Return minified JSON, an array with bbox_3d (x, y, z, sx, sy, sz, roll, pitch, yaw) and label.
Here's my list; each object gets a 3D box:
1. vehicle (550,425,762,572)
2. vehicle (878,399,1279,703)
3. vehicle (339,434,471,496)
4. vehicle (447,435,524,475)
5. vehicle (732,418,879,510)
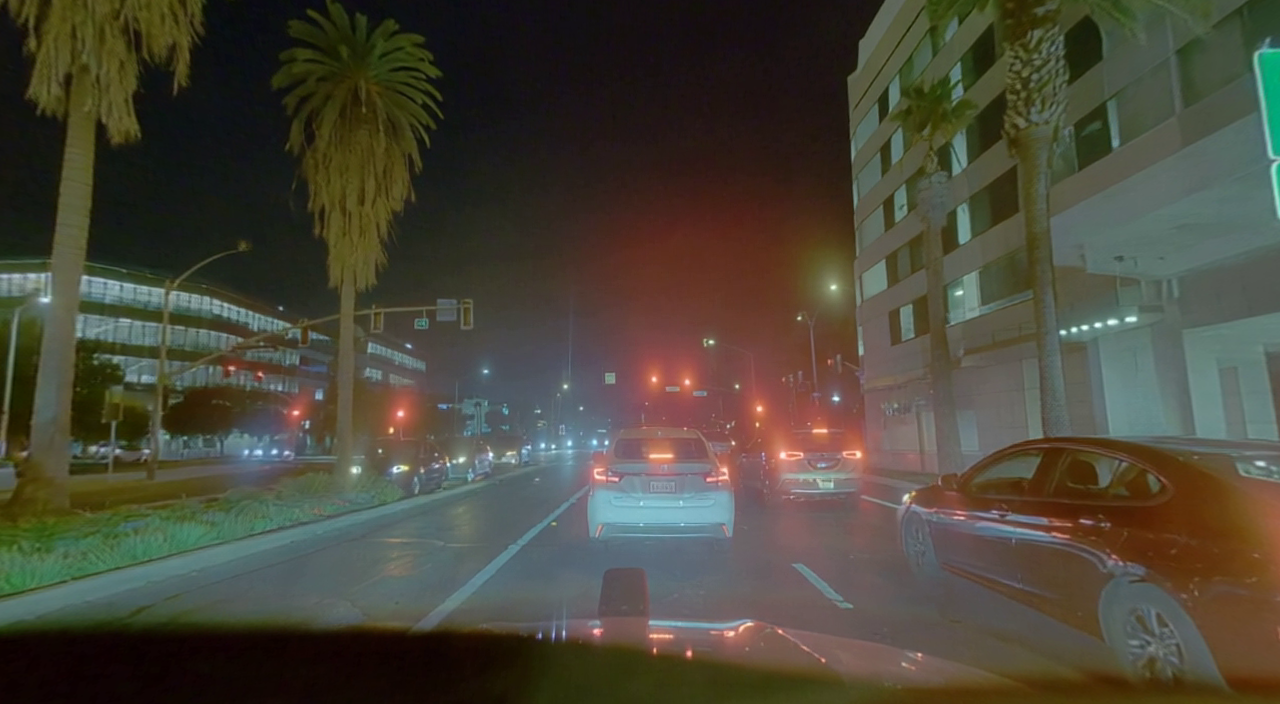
[{"bbox_3d":[0.178,1.787,8.458,2.140,1.474,4.026,0,-8,0],"label":"vehicle"},{"bbox_3d":[3.538,1.227,4.479,1.910,1.490,4.661,0,-8,1],"label":"vehicle"},{"bbox_3d":[-6.252,3.052,17.388,1.900,1.487,4.165,0,-8,2],"label":"vehicle"},{"bbox_3d":[-6.041,4.096,25.219,1.822,1.456,4.396,-1,-8,2],"label":"vehicle"},{"bbox_3d":[3.496,2.468,14.303,2.169,1.751,4.276,0,-8,0],"label":"vehicle"}]
